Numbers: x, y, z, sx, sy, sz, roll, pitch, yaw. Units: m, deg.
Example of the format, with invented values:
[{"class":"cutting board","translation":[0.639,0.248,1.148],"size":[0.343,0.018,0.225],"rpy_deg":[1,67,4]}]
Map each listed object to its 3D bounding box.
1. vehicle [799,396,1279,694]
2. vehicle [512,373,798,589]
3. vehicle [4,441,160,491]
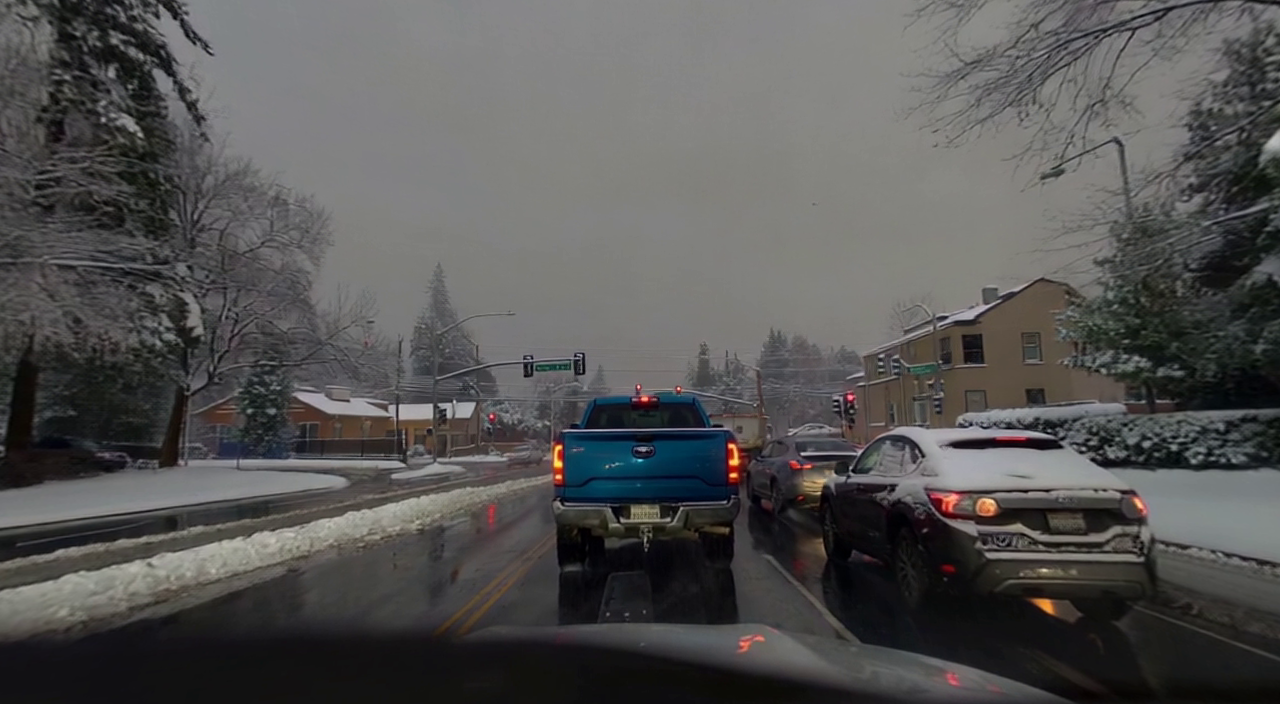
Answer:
[{"class":"vehicle","translation":[3.325,1.469,6.203],"size":[2.155,1.667,5.162],"rpy_deg":[0,-8,0]},{"class":"vehicle","translation":[0.148,1.592,8.649],"size":[2.636,2.011,5.425],"rpy_deg":[0,-8,0]},{"class":"vehicle","translation":[-21.747,4.426,24.883],"size":[2.062,1.764,4.508],"rpy_deg":[0,-8,-2]}]
